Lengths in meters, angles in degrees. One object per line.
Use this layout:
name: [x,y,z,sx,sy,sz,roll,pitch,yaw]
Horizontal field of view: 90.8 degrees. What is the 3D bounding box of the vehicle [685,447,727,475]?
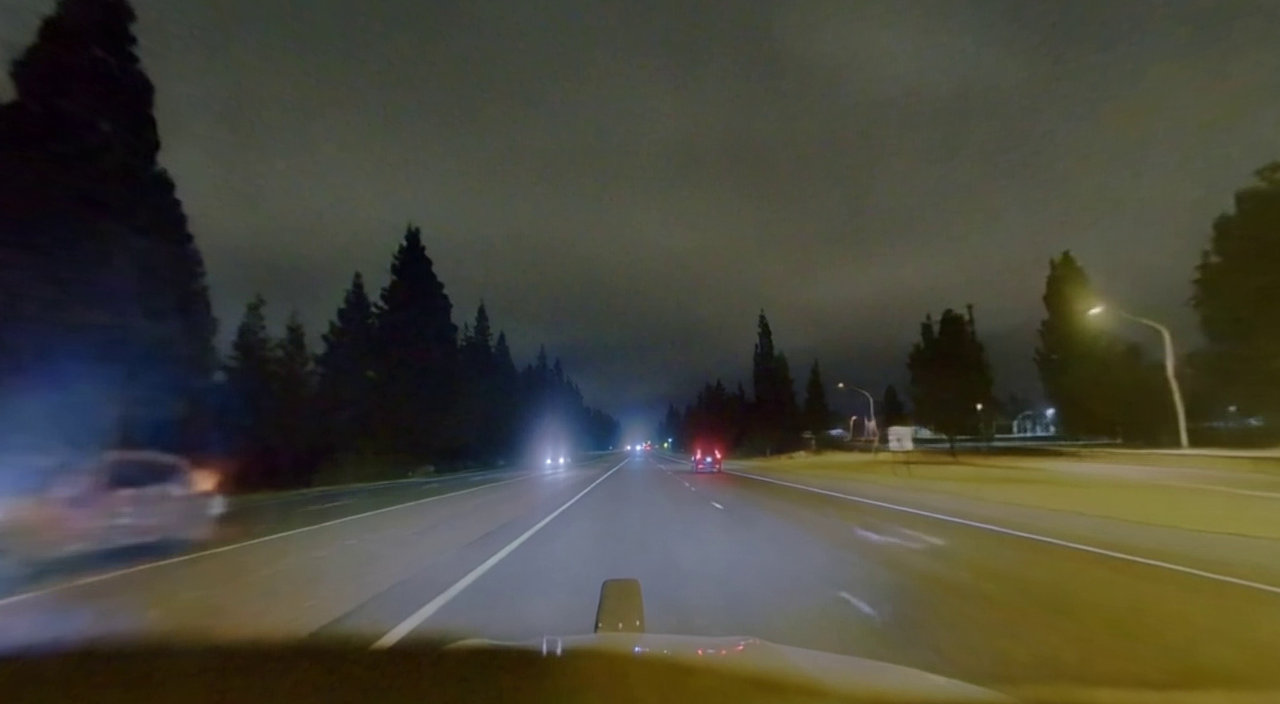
vehicle: [3.909,6.504,37.871,2.013,1.584,3.995,0,-9,-1]
